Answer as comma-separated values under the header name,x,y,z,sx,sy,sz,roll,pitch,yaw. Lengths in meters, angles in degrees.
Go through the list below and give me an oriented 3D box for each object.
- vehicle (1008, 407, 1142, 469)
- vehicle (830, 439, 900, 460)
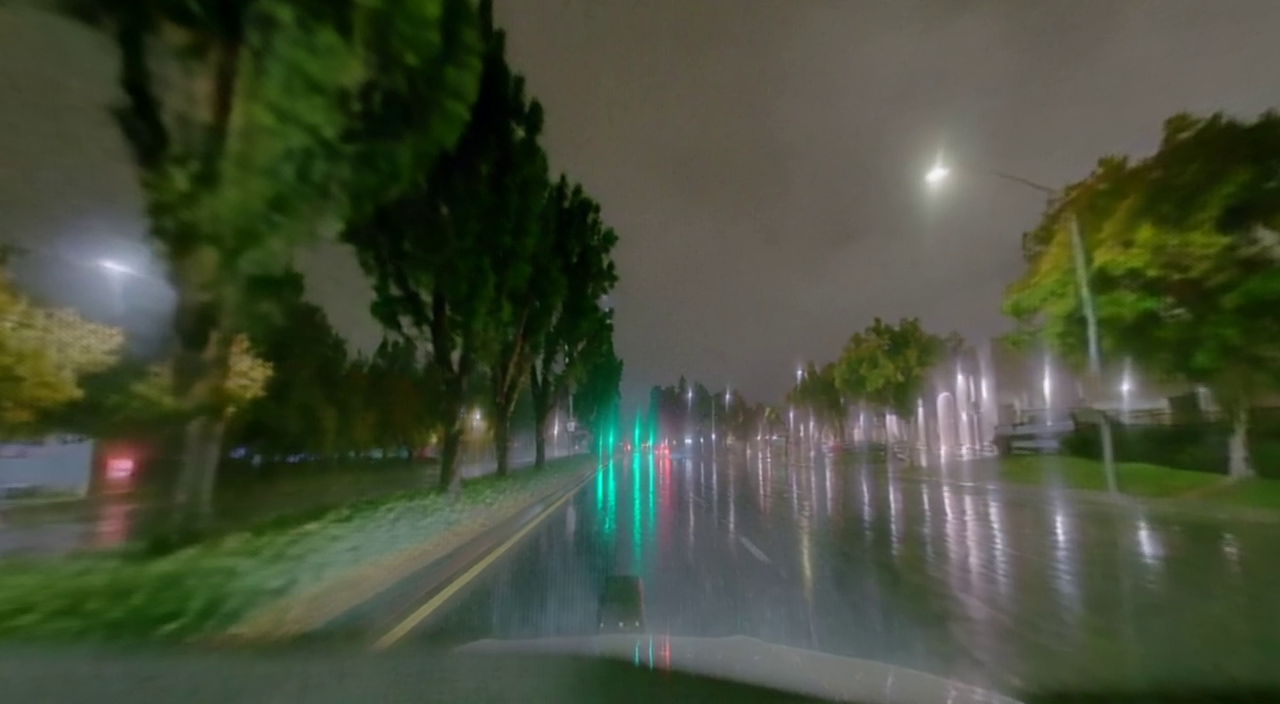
name,x,y,z,sx,sy,sz,roll,pitch,yaw
vehicle,21.690,4.386,31.988,2.400,2.851,5.992,0,-8,0
vehicle,16.924,7.351,47.645,4.505,1.498,2.068,0,-8,-3
